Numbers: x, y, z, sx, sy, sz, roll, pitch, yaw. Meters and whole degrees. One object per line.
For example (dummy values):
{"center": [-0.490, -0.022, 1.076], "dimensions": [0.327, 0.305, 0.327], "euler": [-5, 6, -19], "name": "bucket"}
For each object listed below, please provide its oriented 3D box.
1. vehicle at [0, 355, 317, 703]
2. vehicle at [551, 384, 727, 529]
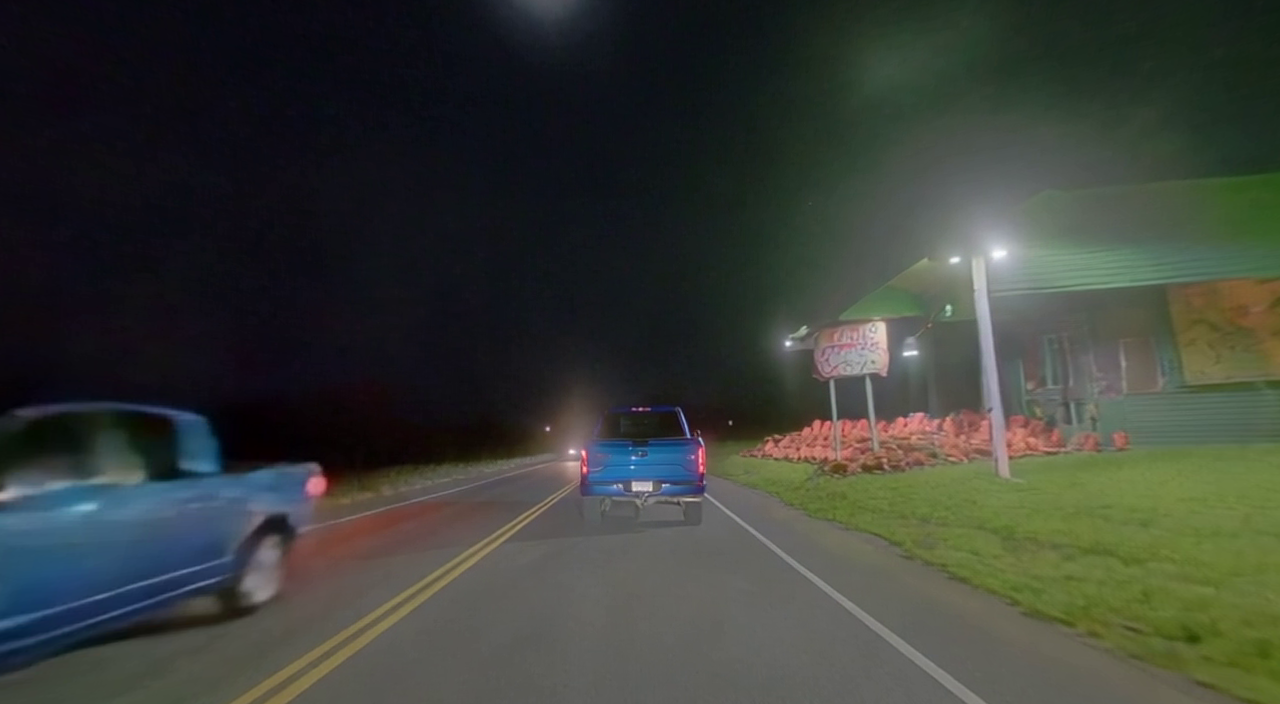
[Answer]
{"center": [-3.946, 0.960, 3.212], "dimensions": [2.190, 1.746, 4.616], "euler": [0, -8, -1], "name": "vehicle"}
{"center": [-0.098, 2.047, 12.762], "dimensions": [2.693, 2.223, 5.885], "euler": [0, -8, -2], "name": "vehicle"}
